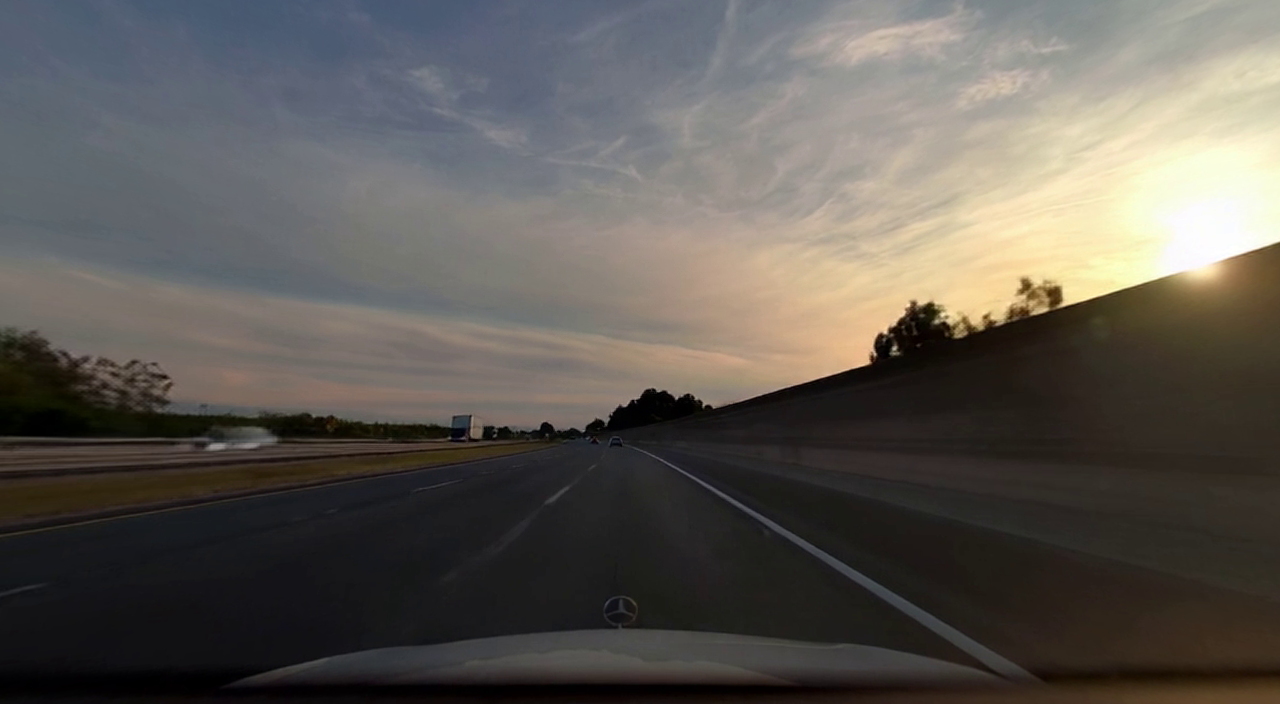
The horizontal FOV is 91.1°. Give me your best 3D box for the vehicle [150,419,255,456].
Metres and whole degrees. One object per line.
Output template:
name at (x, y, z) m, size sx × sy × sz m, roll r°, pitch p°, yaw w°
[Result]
vehicle at (-20.150, 3.996, 29.162) m, size 1.884 × 1.559 × 4.143 m, roll 0°, pitch -8°, yaw -1°
